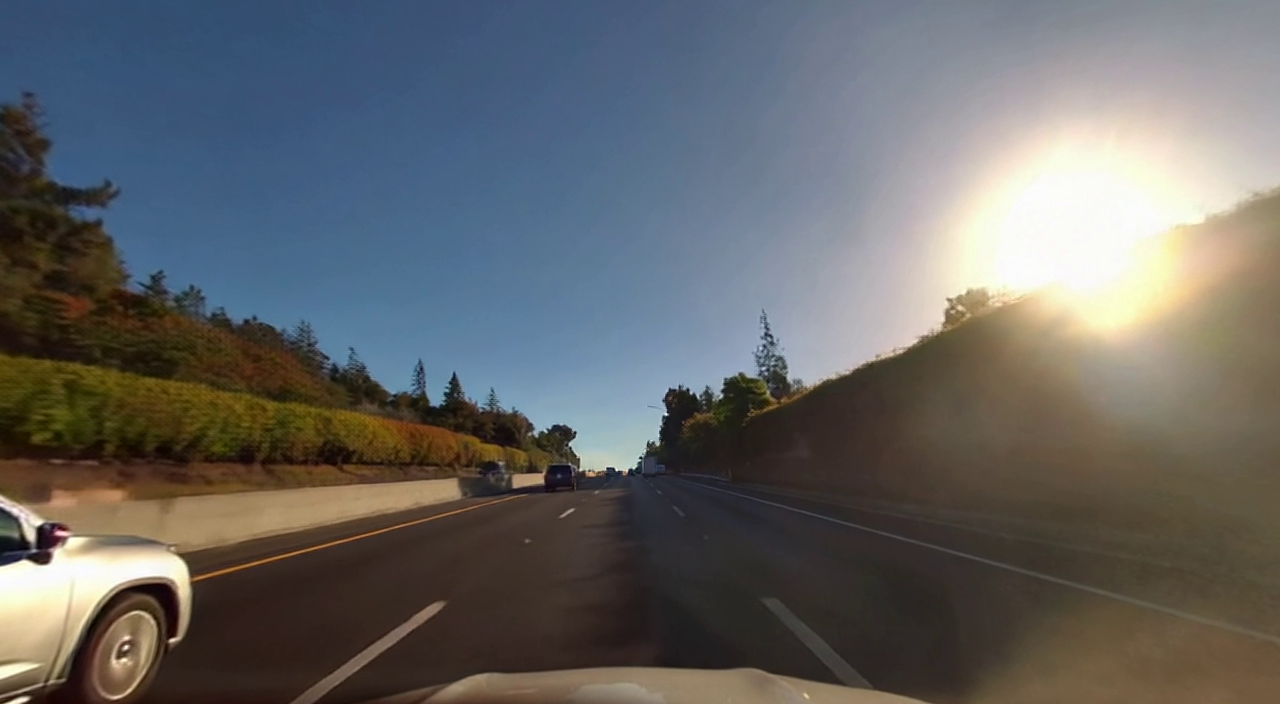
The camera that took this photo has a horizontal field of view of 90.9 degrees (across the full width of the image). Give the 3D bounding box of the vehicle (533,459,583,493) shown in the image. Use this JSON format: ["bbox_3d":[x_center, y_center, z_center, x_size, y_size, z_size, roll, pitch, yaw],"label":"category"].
[{"bbox_3d":[-4.595,7.050,36.015,2.178,1.736,4.847,1,-10,0],"label":"vehicle"}]
